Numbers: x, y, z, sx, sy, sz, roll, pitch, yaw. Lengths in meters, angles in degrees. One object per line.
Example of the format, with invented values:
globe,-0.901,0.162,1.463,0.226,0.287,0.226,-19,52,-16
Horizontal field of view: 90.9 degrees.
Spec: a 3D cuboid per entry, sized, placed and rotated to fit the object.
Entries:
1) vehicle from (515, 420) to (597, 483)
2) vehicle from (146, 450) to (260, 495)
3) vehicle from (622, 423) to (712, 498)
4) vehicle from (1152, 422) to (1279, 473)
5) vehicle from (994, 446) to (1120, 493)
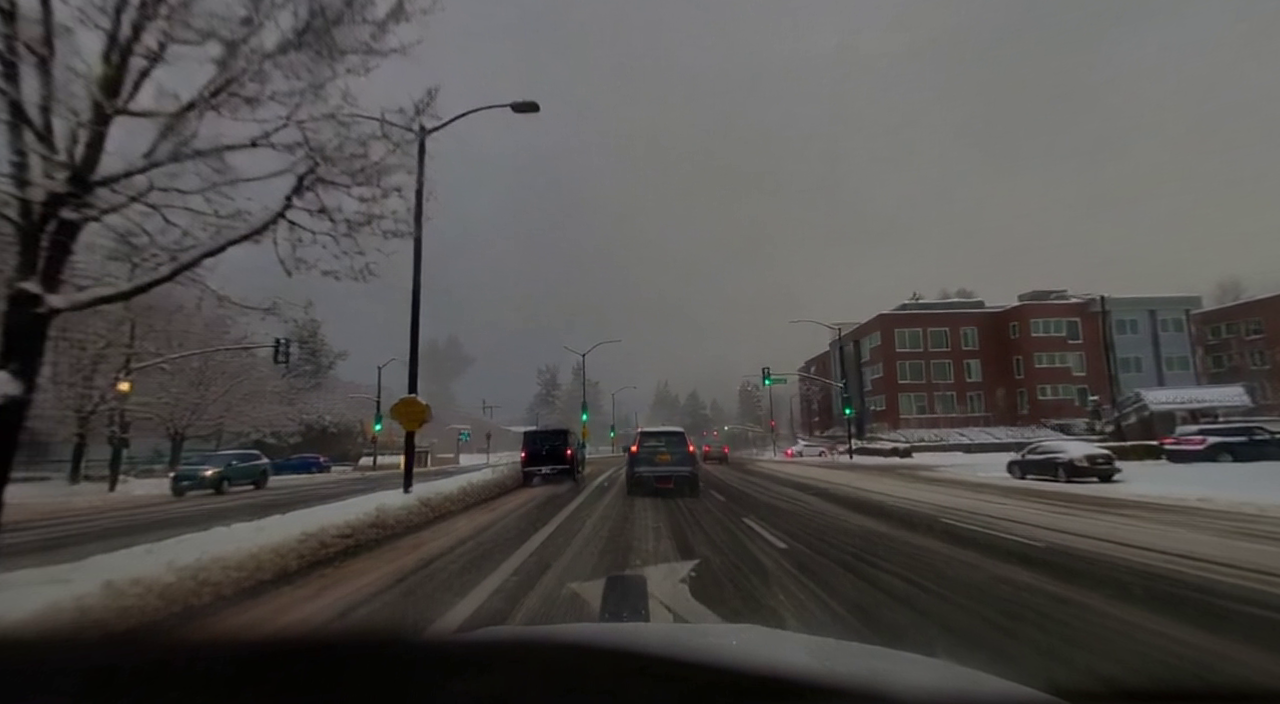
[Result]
vehicle,-3.007,3.747,23.844,2.396,2.143,4.824,0,-9,1
vehicle,-16.271,4.458,23.793,1.993,1.462,4.586,2,-9,-14
vehicle,0.635,2.991,17.641,2.222,1.841,4.031,0,-9,-1
vehicle,23.086,3.620,24.057,5.050,1.756,2.206,-2,-10,1
vehicle,14.155,3.982,21.705,1.706,1.474,3.761,0,-9,0
